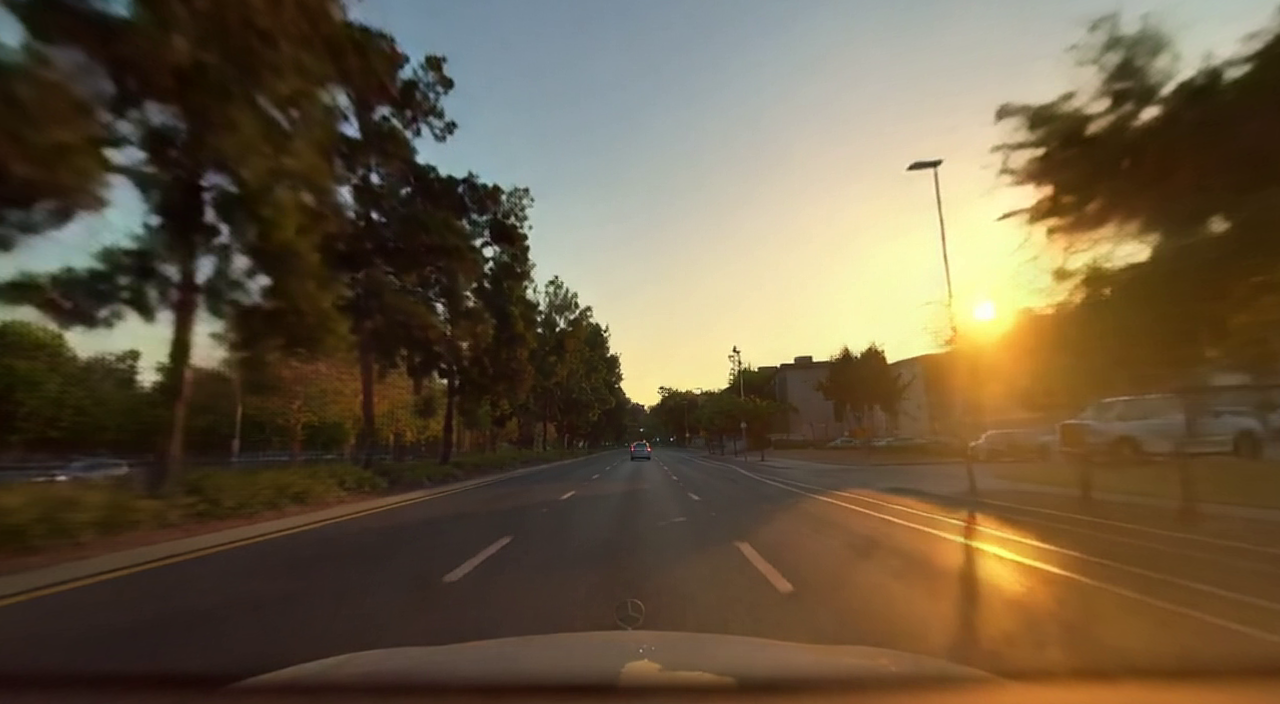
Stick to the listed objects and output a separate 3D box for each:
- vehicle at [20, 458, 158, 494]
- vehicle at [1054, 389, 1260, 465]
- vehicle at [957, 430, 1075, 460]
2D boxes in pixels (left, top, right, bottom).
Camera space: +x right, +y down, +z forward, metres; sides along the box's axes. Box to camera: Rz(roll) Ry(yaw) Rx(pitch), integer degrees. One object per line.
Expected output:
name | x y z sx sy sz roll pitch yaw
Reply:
vehicle | -25.684 5.742 29.492 2.004 1.450 4.543 -8 -11 41
vehicle | 21.561 3.164 26.563 6.374 3.018 2.476 0 -8 -1
vehicle | 20.295 5.090 34.210 4.900 1.530 2.211 0 -10 1
